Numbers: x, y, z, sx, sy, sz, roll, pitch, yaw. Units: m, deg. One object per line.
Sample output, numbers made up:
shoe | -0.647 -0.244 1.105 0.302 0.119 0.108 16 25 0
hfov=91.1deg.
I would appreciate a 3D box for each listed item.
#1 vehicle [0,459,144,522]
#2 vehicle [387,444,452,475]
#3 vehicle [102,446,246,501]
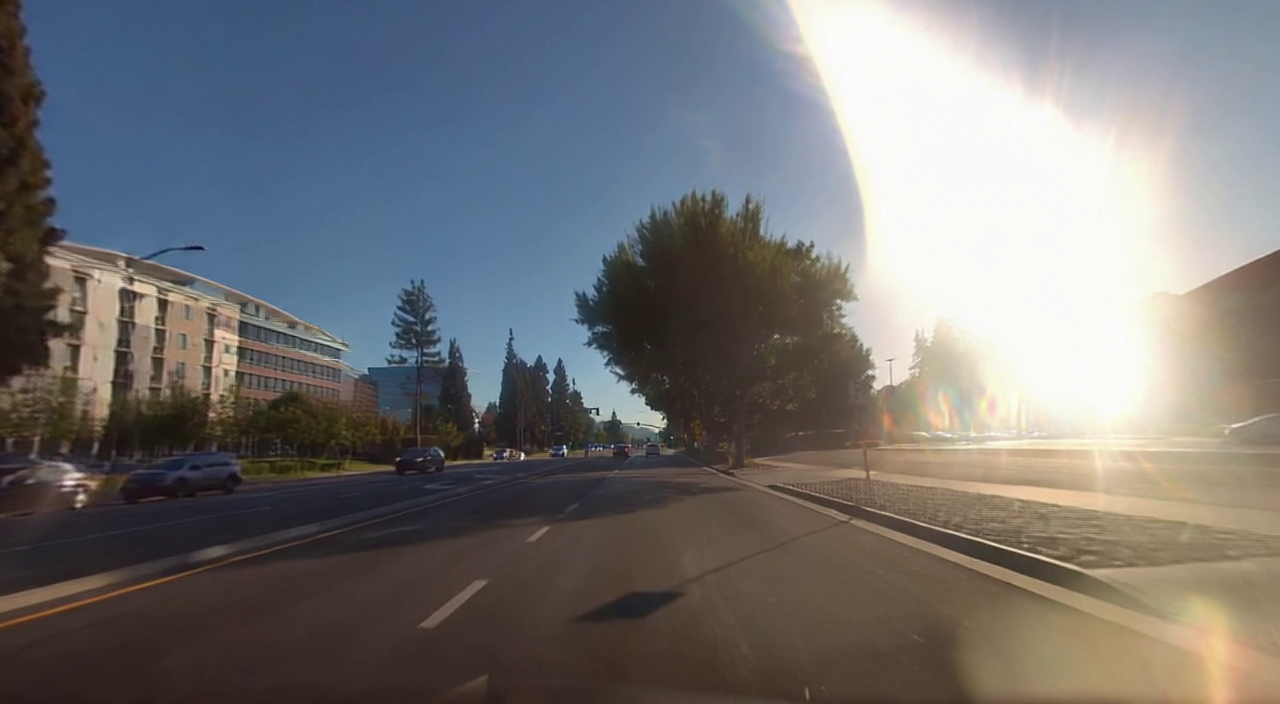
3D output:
vehicle | -17.388 3.903 18.063 1.955 1.486 5.112 -1 -8 2
vehicle | -13.353 6.514 38.394 2.145 1.754 4.777 0 -8 1
vehicle | -17.295 4.498 23.651 1.998 1.724 4.486 -3 -9 0
